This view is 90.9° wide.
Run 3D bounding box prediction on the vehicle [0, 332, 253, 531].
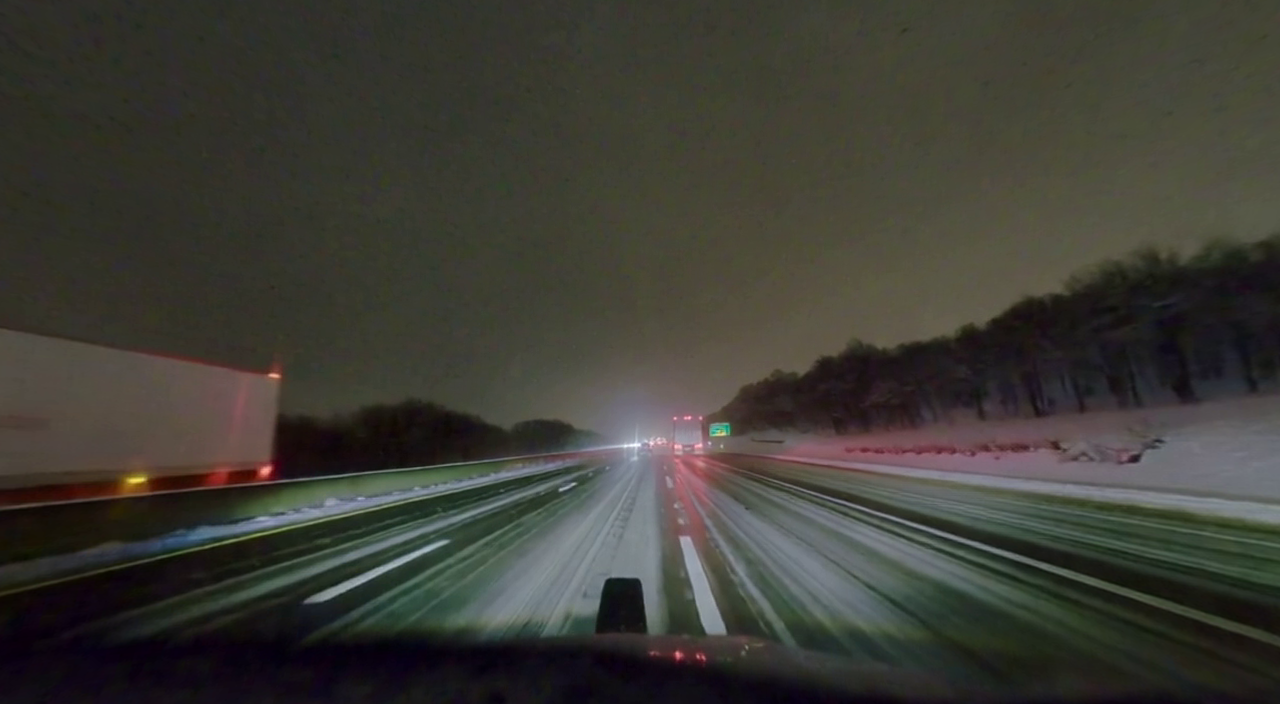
[{"bbox_3d":[-15.050,1.702,13.429,3.034,4.153,16.197,-1,-8,2],"label":"vehicle"}]
